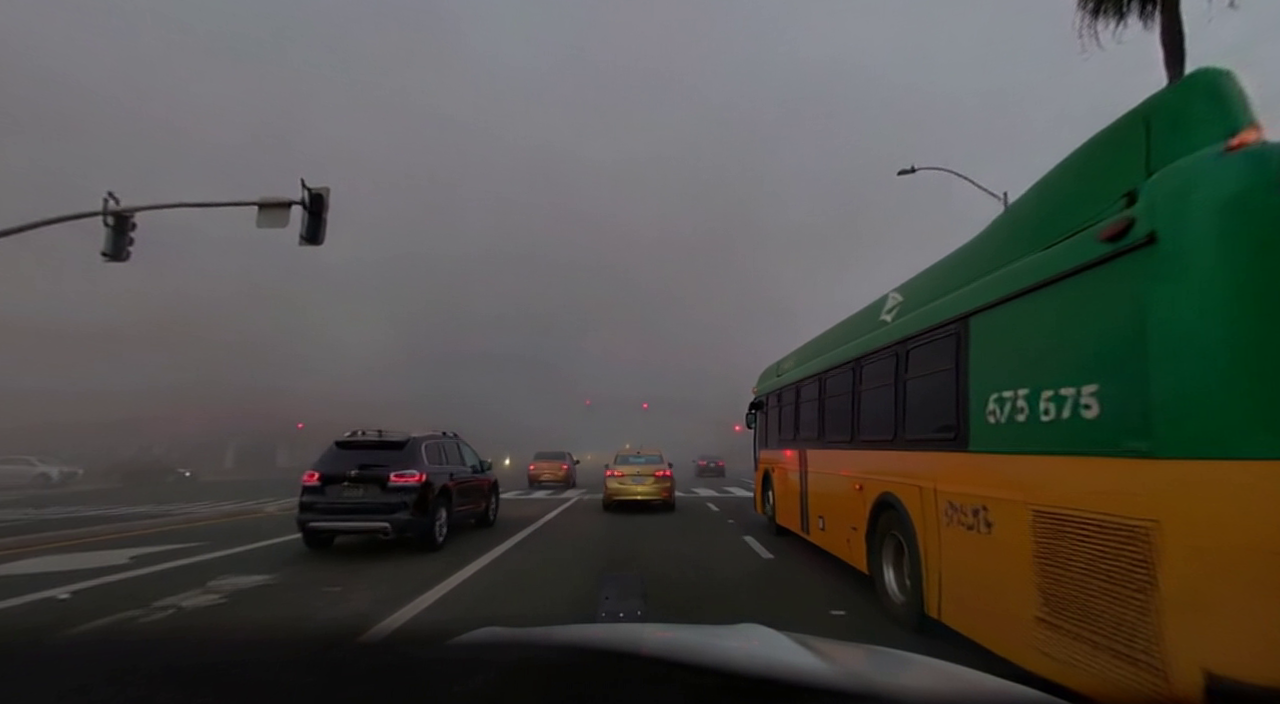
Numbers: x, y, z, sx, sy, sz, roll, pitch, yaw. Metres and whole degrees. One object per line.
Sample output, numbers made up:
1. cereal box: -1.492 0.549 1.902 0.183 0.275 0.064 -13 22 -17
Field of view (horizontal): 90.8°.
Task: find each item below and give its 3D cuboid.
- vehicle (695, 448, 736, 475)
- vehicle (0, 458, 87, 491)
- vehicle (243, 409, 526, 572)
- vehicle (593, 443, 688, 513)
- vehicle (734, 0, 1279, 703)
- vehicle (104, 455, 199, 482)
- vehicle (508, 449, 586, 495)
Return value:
1. vehicle: 4.496 6.555 37.990 1.989 1.467 4.364 0 -9 1
2. vehicle: -36.738 7.304 37.854 4.855 1.812 2.153 1 -9 -6
3. vehicle: -3.353 1.945 9.709 2.145 1.824 4.974 0 -9 2
4. vehicle: 0.034 3.025 15.636 2.060 1.499 3.831 0 -9 1
5. vehicle: 3.758 0.511 8.127 3.068 4.026 13.534 0 -9 0
6. vehicle: -34.737 8.297 45.043 4.872 1.622 2.022 -1 -8 -7
7. vehicle: -3.061 4.050 21.716 1.919 1.415 4.178 -1 -9 2
